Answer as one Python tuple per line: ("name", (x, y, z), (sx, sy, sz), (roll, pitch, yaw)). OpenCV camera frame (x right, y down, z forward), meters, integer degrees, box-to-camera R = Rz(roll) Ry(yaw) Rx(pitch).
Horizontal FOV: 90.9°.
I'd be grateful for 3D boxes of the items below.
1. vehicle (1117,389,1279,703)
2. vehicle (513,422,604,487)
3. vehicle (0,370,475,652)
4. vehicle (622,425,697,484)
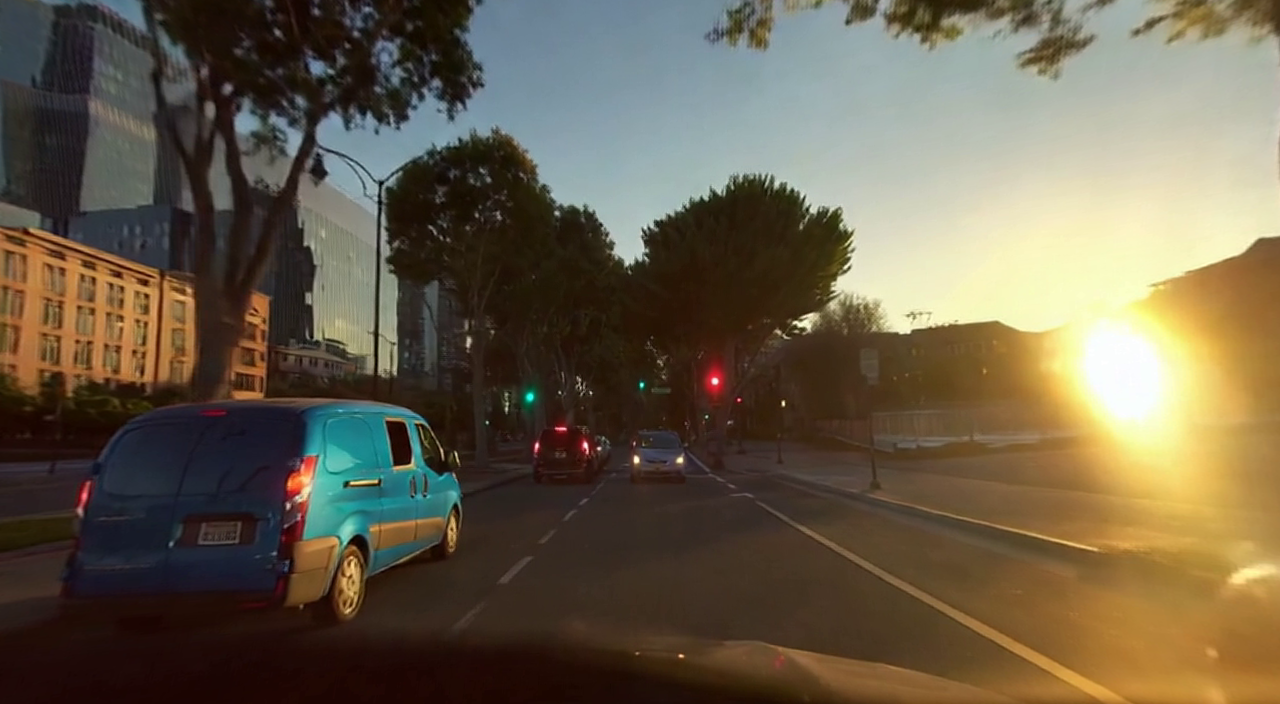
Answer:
("vehicle", (3.529, 0.692, 1.062), (2.067, 1.479, 4.409), (0, -8, 2))
("vehicle", (-2.408, 3.168, 19.835), (2.124, 1.799, 4.587), (0, -8, 2))
("vehicle", (-3.039, 1.236, 5.845), (1.940, 1.722, 3.823), (0, -8, 0))
("vehicle", (0.626, 3.329, 20.735), (2.205, 1.727, 3.917), (0, -8, 2))
